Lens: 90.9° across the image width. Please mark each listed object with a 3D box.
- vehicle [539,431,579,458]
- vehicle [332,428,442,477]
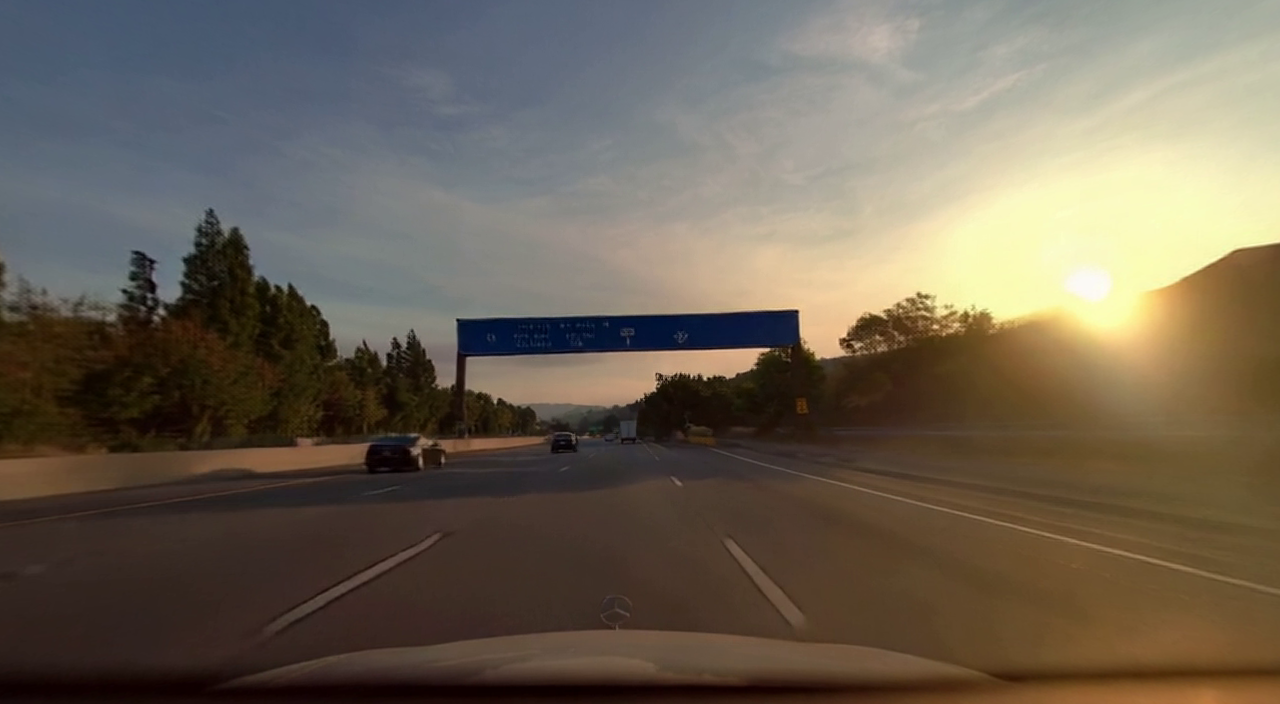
[{"bbox_3d":[-4.783,5.521,37.815,1.912,1.495,3.703,0,-7,0],"label":"vehicle"},{"bbox_3d":[-8.414,3.347,21.421,1.973,1.470,4.270,0,-7,0],"label":"vehicle"}]
